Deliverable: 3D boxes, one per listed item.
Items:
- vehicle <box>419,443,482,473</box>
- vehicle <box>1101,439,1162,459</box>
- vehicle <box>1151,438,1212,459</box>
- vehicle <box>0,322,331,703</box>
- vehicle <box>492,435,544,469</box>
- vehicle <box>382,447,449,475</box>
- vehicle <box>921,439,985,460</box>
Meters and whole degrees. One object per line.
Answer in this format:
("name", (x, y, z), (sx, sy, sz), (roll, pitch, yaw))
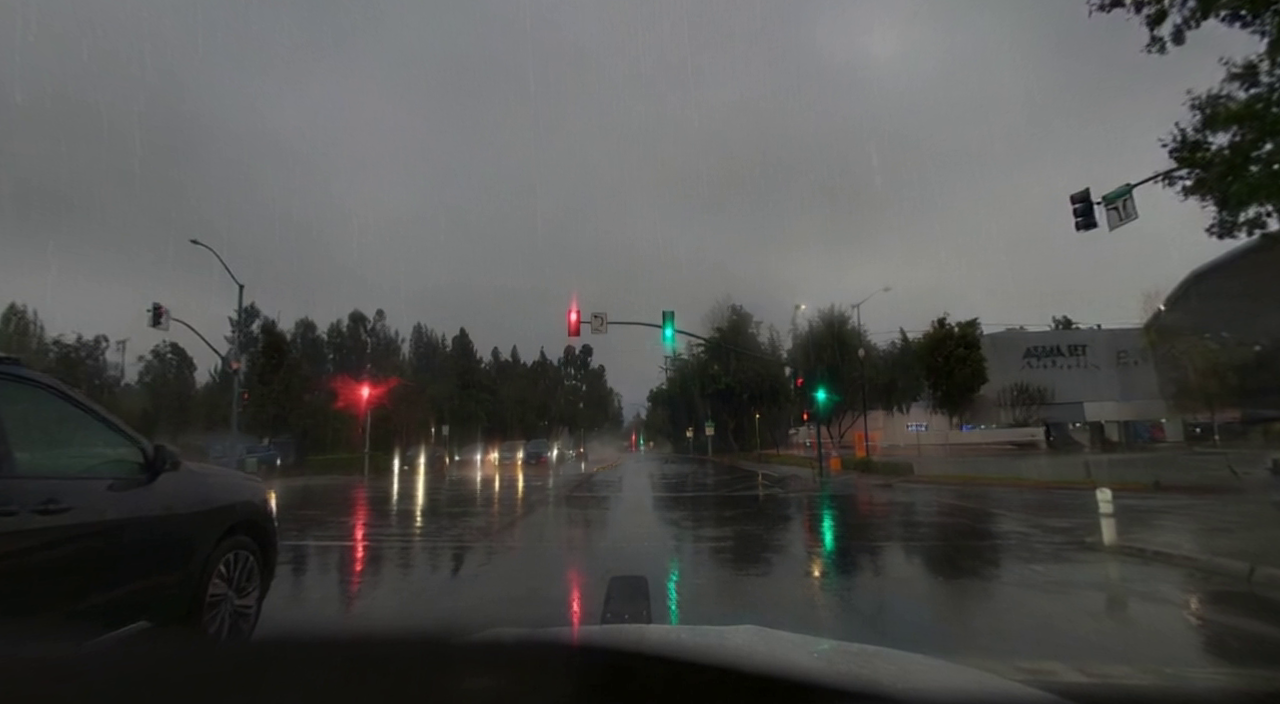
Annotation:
("vehicle", (-10.633, 5.974, 35.700), (2.041, 1.548, 4.868), (0, -8, 0))
("vehicle", (38.494, 7.588, 49.484), (1.837, 1.514, 4.786), (-2, -9, 13))
("vehicle", (41.098, 7.335, 47.919), (1.767, 1.456, 4.191), (-4, -10, 15))
("vehicle", (-3.492, 0.841, 2.803), (2.000, 1.789, 4.638), (0, -8, -2))
("vehicle", (-7.166, 5.915, 37.468), (2.081, 1.818, 4.782), (0, -8, 1))
("vehicle", (-13.003, 6.329, 36.850), (2.011, 1.480, 4.747), (0, -8, 3))
("vehicle", (21.502, 6.695, 43.346), (3.576, 1.425, 1.702), (2, -9, -12))
